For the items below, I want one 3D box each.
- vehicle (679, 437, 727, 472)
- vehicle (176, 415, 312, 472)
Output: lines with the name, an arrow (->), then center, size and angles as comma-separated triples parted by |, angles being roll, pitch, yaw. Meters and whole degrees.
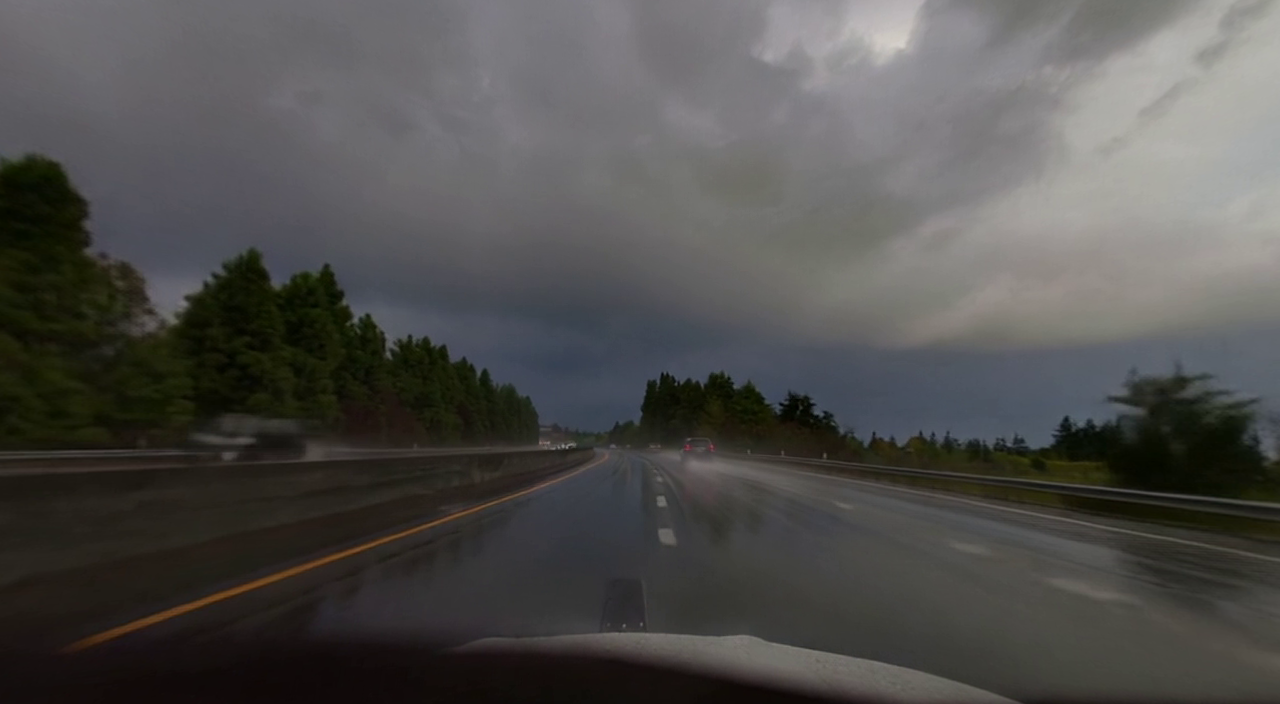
vehicle -> 3.301, 5.431, 33.676 | 2.079, 1.729, 4.380 | 0, -8, 0
vehicle -> -14.775, 3.464, 23.889 | 2.054, 1.939, 4.675 | 0, -8, 1
